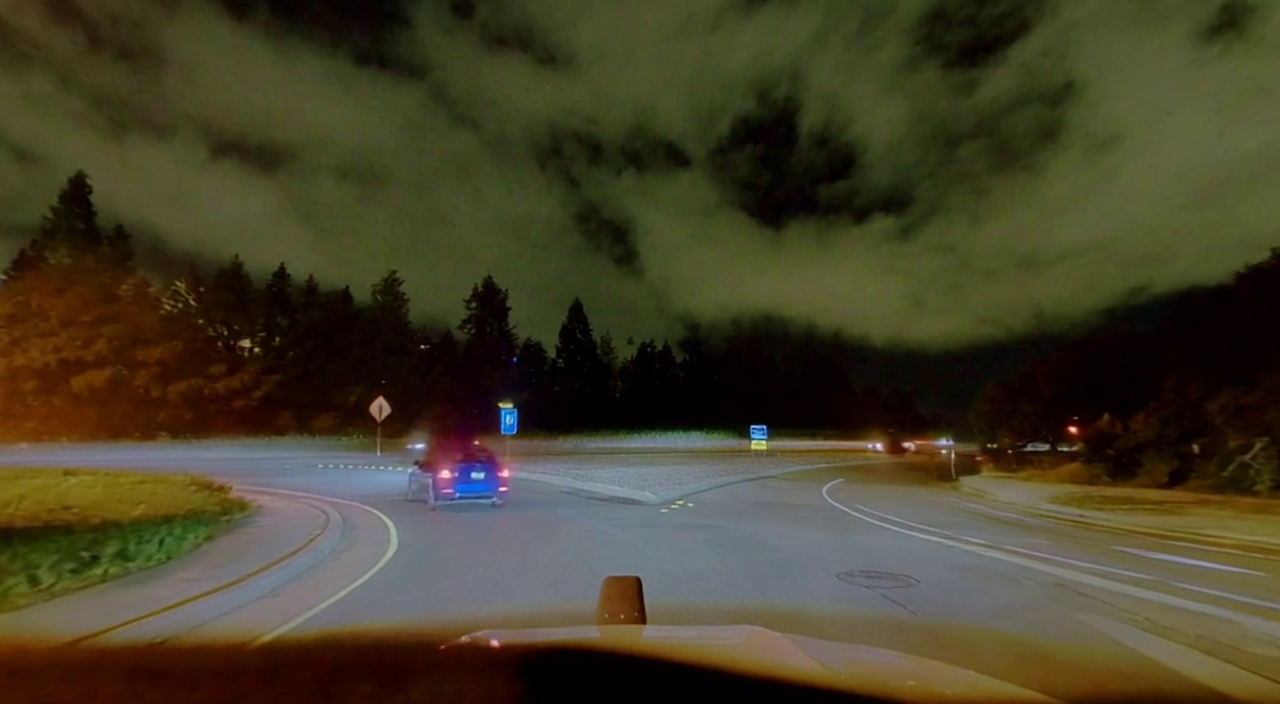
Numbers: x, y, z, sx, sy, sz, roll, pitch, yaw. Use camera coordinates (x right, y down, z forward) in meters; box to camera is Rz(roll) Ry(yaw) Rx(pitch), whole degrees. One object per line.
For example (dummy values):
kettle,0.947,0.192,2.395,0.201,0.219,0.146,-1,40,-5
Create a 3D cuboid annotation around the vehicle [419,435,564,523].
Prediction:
vehicle,-3.429,2.718,13.990,2.078,1.607,4.010,5,-10,-29
